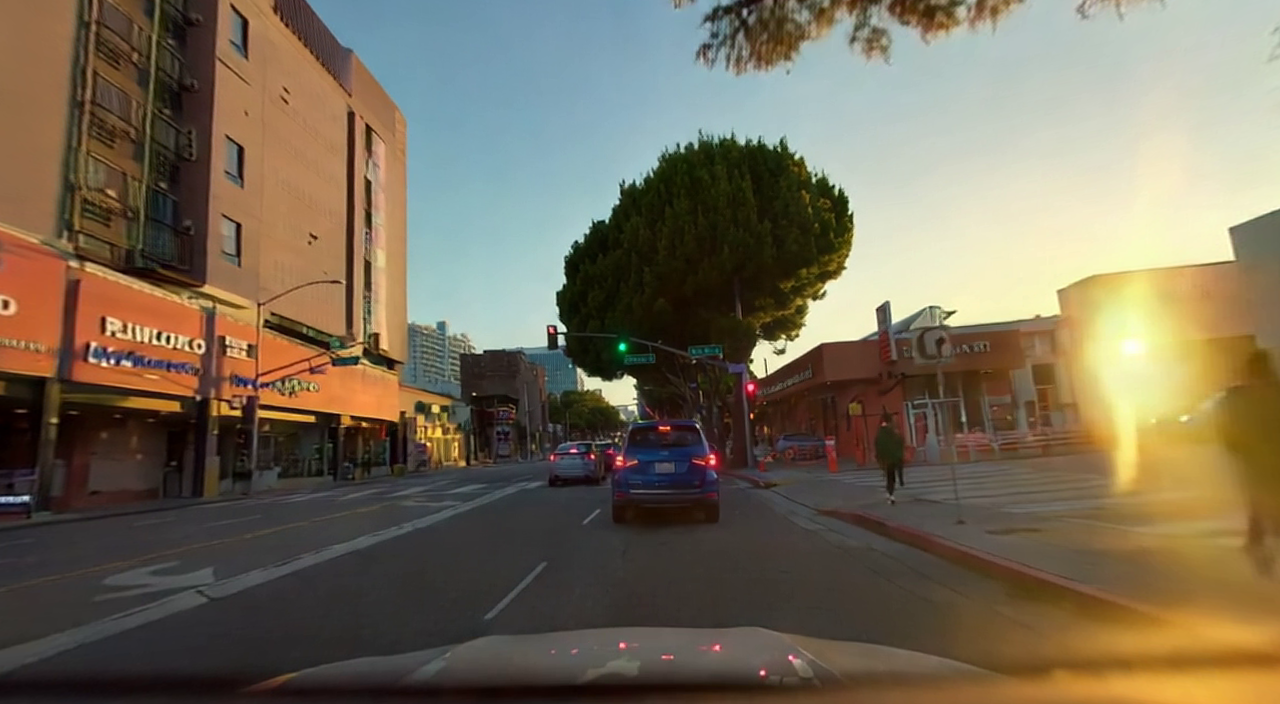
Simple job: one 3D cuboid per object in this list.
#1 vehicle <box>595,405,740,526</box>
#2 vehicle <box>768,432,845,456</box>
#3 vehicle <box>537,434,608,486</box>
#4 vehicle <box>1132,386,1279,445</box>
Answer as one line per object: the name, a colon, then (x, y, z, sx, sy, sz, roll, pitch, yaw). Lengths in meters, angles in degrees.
vehicle: (0.501, 2.204, 12.783, 2.352, 1.953, 4.796, 0, -8, 1)
vehicle: (10.568, 5.912, 40.423, 4.426, 1.490, 1.862, 0, -8, 3)
vehicle: (-2.372, 3.925, 23.279, 2.023, 1.702, 4.152, 0, -8, 2)
vehicle: (17.125, 1.837, 17.978, 4.474, 1.583, 1.970, 0, -8, 3)
